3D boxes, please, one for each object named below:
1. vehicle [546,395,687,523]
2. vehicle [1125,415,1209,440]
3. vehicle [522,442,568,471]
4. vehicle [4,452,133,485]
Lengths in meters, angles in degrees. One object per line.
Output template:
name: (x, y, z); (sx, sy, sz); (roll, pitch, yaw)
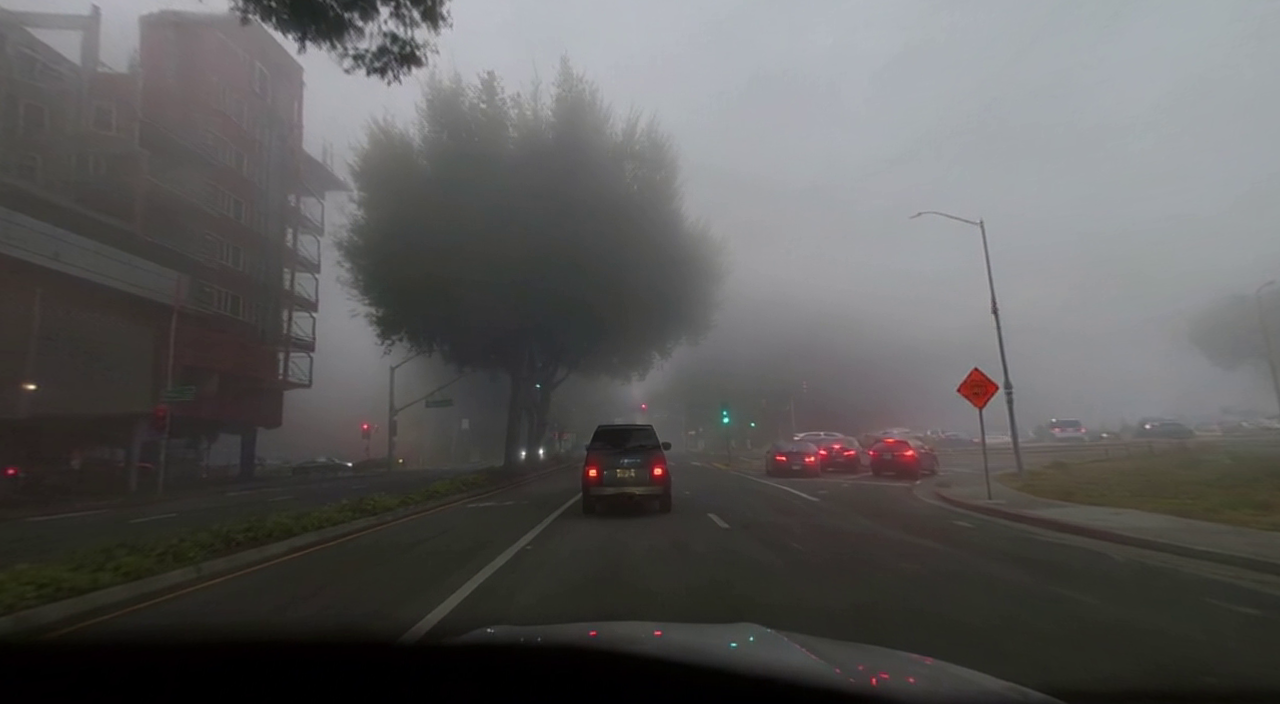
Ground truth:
vehicle: (-0.451, 2.222, 13.479); (2.350, 2.122, 5.801); (0, -8, -1)
vehicle: (39.311, 5.622, 47.113); (4.556, 1.639, 2.002); (-2, -8, 34)
vehicle: (-6.028, 6.657, 40.416); (2.068, 1.750, 4.361); (-1, -8, 3)
vehicle: (-36.222, 7.386, 40.033); (5.755, 1.945, 2.403); (0, -8, -1)
